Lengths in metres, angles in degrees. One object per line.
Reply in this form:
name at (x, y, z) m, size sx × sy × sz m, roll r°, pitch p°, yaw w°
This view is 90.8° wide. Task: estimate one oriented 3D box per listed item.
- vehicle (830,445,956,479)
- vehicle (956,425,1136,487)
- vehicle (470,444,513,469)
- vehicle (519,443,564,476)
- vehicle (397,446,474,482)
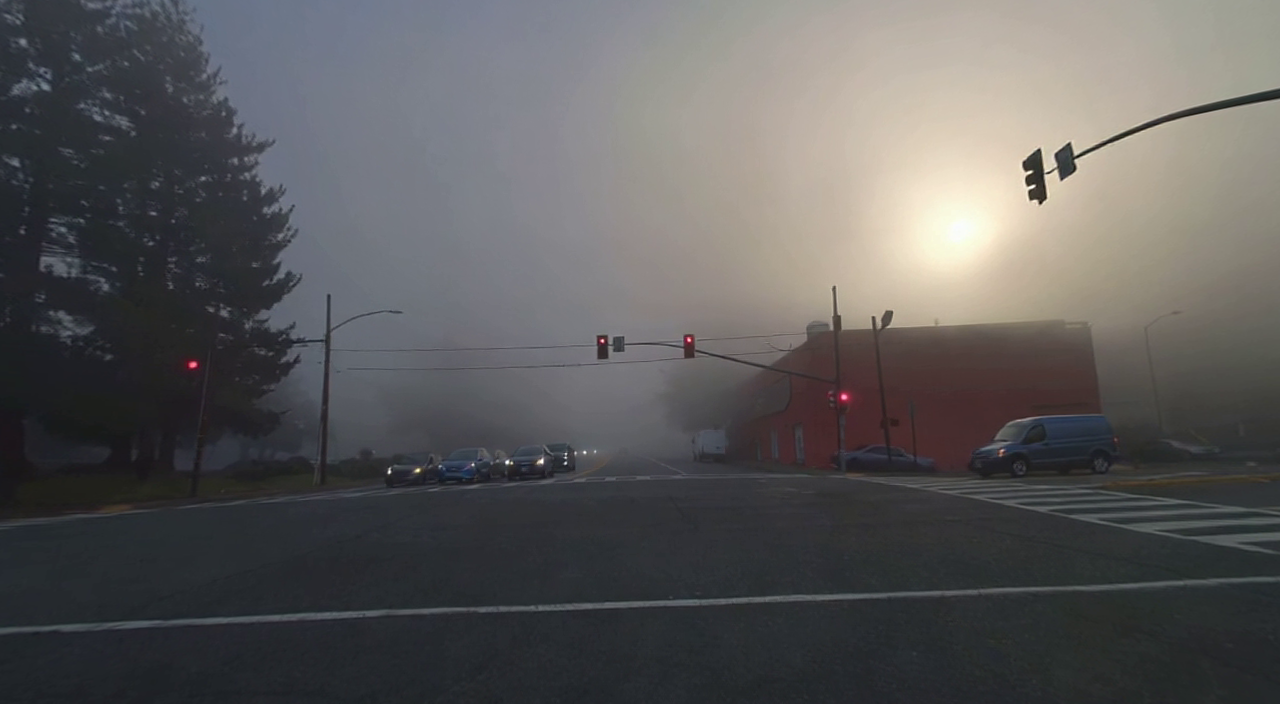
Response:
vehicle at (11.251, 4.915, 28.364) m, size 4.828 × 1.453 × 1.919 m, roll -1°, pitch -9°, yaw 6°
vehicle at (14.830, 3.766, 23.127) m, size 5.910 × 2.046 × 2.228 m, roll 3°, pitch -9°, yaw -19°
vehicle at (-9.017, 6.384, 38.738) m, size 1.779 × 1.460 × 4.463 m, roll 0°, pitch -9°, yaw -3°
vehicle at (-4.497, 4.971, 29.481) m, size 1.846 × 1.416 × 4.228 m, roll 1°, pitch -9°, yaw -6°
vehicle at (-8.996, 4.944, 28.242) m, size 2.024 × 1.460 × 4.381 m, roll 0°, pitch -9°, yaw 0°
